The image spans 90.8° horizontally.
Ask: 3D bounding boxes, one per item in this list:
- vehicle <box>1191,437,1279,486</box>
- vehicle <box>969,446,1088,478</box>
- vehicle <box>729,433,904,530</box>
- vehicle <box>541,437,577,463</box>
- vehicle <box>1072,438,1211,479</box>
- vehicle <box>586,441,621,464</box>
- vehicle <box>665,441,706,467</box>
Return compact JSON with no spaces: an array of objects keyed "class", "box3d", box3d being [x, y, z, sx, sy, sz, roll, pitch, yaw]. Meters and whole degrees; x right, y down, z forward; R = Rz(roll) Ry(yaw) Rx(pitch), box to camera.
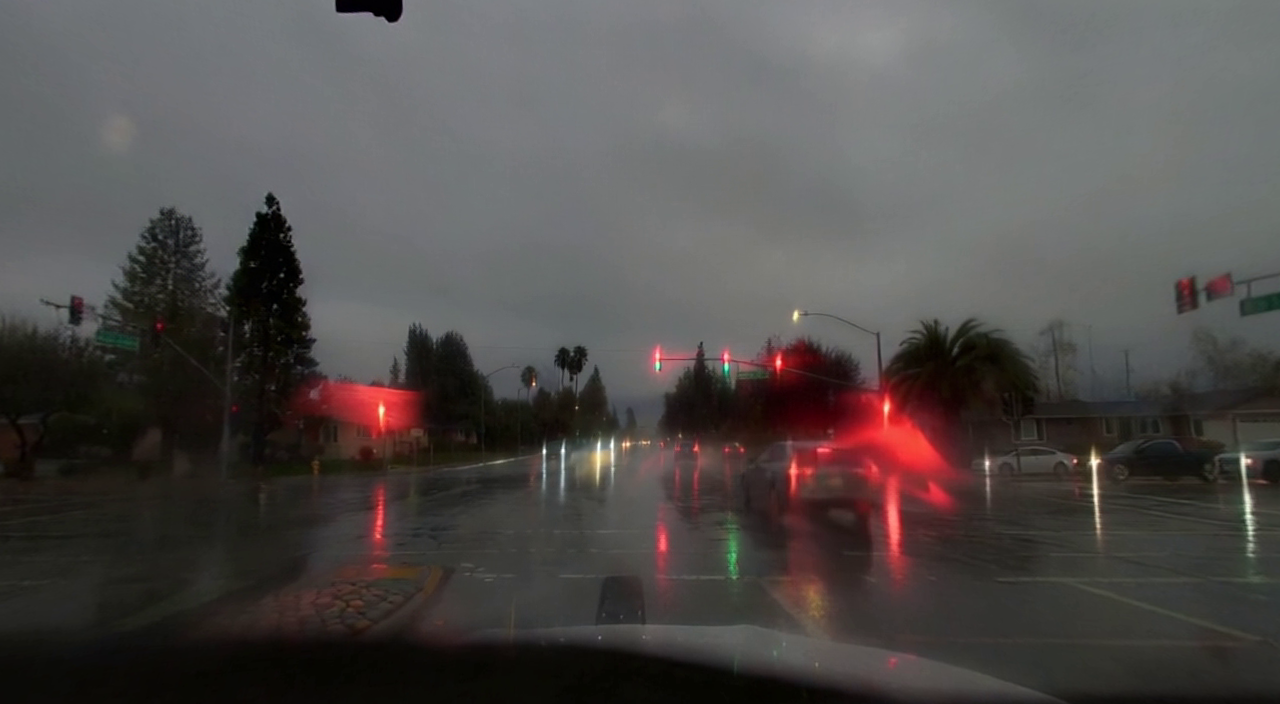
[{"class":"vehicle","box3d":[23.633,4.041,23.465,4.417,1.725,1.969,0,-9,-1]},{"class":"vehicle","box3d":[19.738,5.606,32.240,4.874,1.544,1.779,0,-9,1]},{"class":"vehicle","box3d":[3.019,2.314,11.925,1.947,1.467,4.455,0,-9,-1]},{"class":"vehicle","box3d":[-5.566,6.822,43.886,2.025,1.704,4.104,0,-9,0]},{"class":"vehicle","box3d":[23.502,4.989,29.745,4.807,1.835,2.033,0,-9,-1]},{"class":"vehicle","box3d":[-2.393,6.714,42.286,2.045,1.484,3.991,0,-9,0]},{"class":"vehicle","box3d":[2.767,6.321,39.432,2.142,1.506,4.948,0,-9,-1]}]
